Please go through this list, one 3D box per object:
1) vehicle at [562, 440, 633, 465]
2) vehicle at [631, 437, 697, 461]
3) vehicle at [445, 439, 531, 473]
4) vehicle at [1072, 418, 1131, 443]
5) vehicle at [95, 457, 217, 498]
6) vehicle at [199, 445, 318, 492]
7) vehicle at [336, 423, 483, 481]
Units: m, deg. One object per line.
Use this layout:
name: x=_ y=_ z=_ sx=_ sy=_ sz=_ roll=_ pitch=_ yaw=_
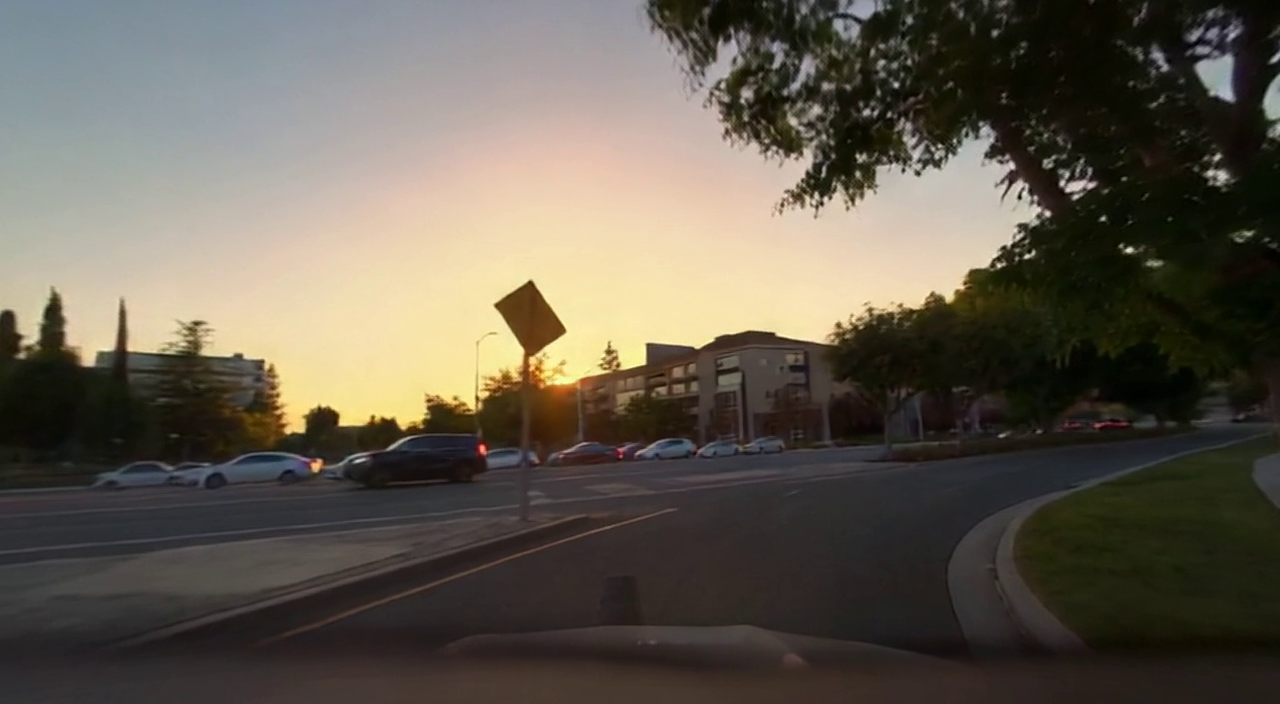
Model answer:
vehicle: x=-2.837 y=6.801 z=42.616 sx=4.513 sy=1.582 sz=1.842 roll=7 pitch=-11 yaw=-39
vehicle: x=1.812 y=7.148 z=46.653 sx=4.727 sy=1.681 sz=1.926 roll=7 pitch=-11 yaw=-39
vehicle: x=-8.984 y=6.241 z=37.553 sx=4.467 sy=1.625 sz=2.033 roll=10 pitch=-19 yaw=-38
vehicle: x=34.477 y=5.907 z=47.133 sx=4.496 sy=1.765 sz=2.059 roll=6 pitch=-11 yaw=-35
vehicle: x=-23.100 y=5.939 z=30.227 sx=4.493 sy=1.455 sz=1.946 roll=3 pitch=-7 yaw=-40
vehicle: x=-17.968 y=5.421 z=29.880 sx=4.510 sy=1.764 sz=1.947 roll=3 pitch=-7 yaw=-40
vehicle: x=-10.173 y=4.595 z=28.283 sx=5.636 sy=2.053 sz=2.225 roll=11 pitch=-20 yaw=-37
